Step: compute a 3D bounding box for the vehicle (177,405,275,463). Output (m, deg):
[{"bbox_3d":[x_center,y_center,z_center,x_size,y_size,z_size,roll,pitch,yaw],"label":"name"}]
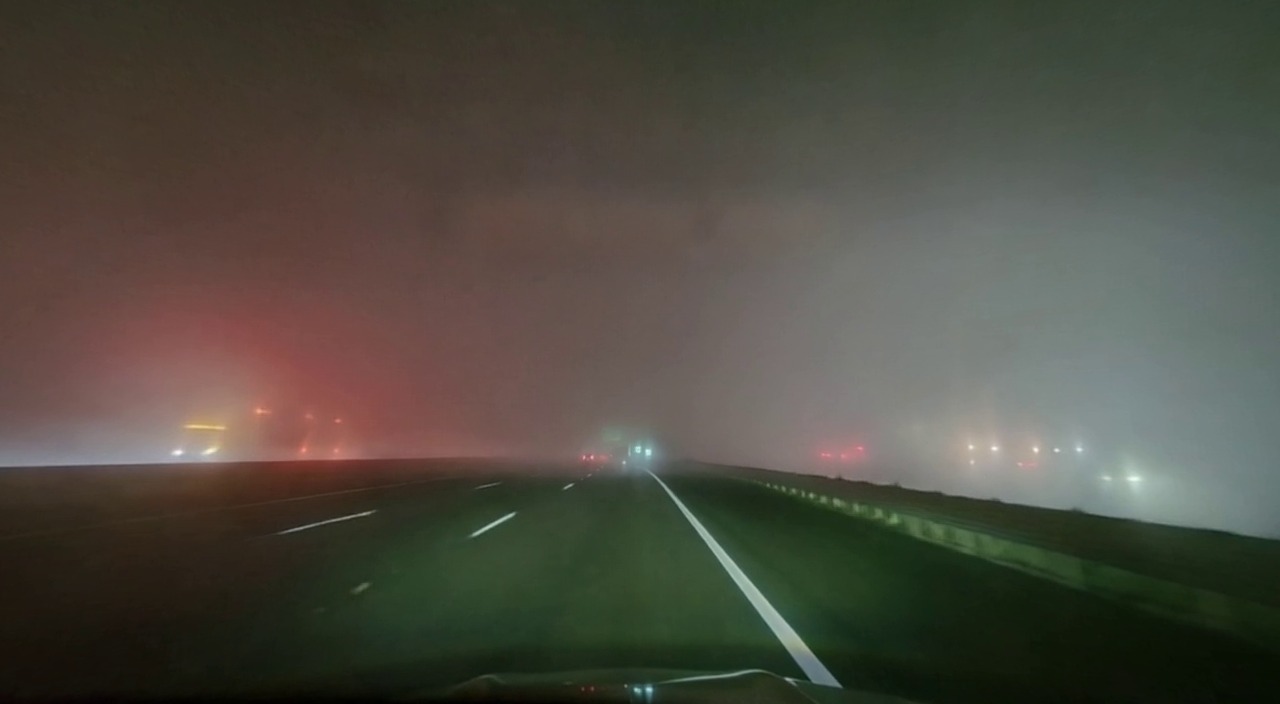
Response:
[{"bbox_3d":[-29.491,5.972,45.320,2.987,3.855,5.979,0,-9,-2],"label":"vehicle"}]
